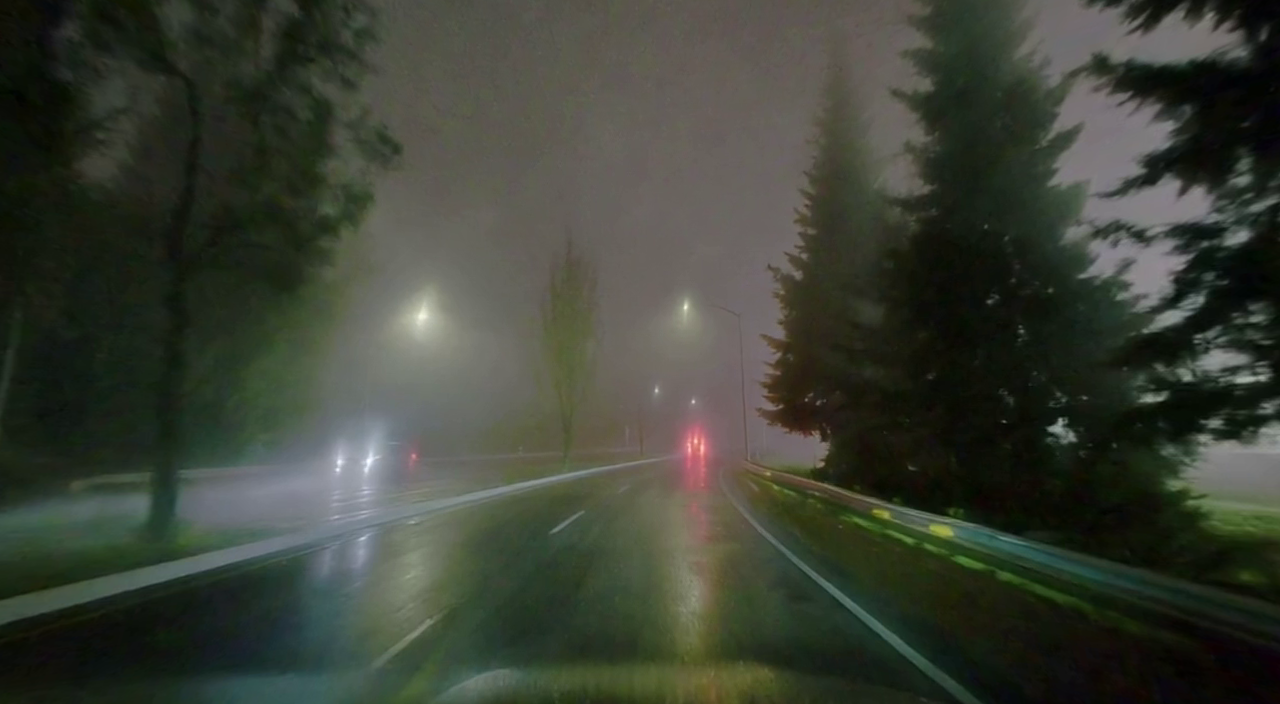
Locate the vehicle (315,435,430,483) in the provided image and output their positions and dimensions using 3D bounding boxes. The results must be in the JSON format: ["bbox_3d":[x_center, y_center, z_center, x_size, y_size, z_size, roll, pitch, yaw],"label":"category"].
[{"bbox_3d":[-10.029,4.055,23.942,2.023,1.657,4.394,-1,-9,7],"label":"vehicle"}]
